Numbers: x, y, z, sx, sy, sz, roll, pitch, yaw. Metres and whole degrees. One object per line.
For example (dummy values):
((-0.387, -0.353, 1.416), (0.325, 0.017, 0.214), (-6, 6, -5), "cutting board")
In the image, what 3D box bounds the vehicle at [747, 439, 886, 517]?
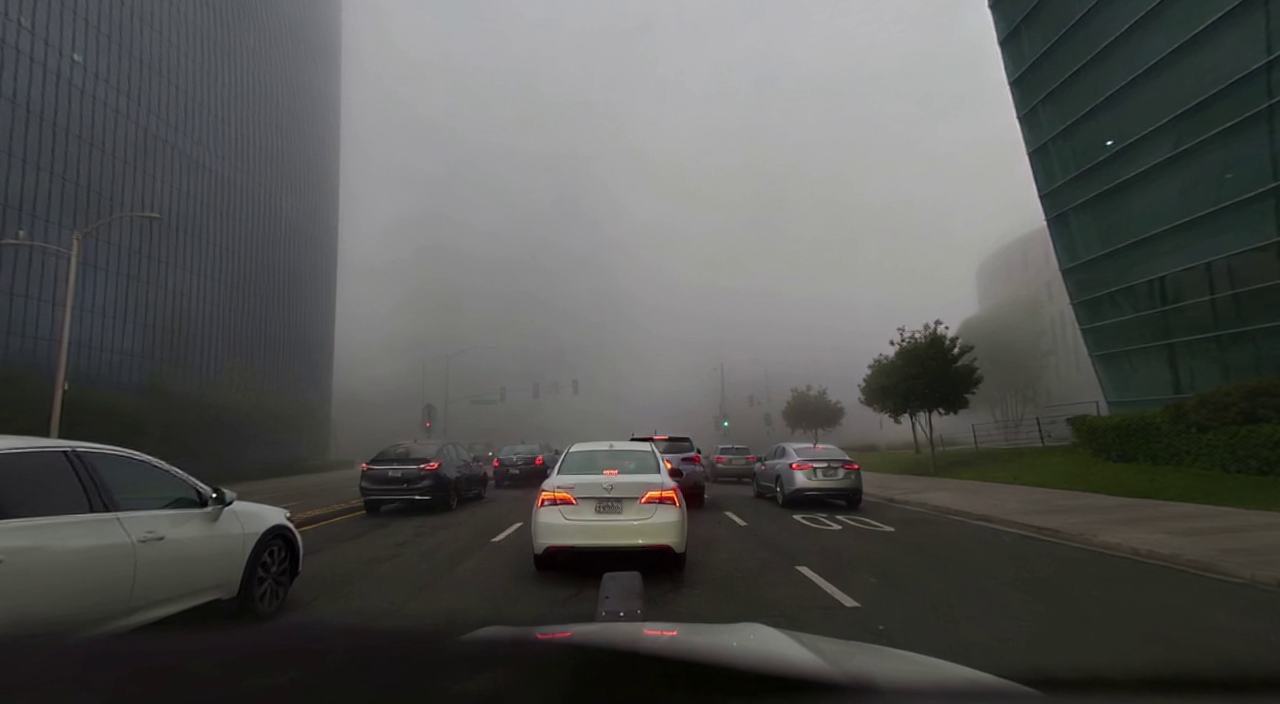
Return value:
((3.860, 2.819, 14.616), (1.940, 1.514, 4.187), (0, -9, -1), "vehicle")

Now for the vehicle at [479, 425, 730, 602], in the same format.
((-0.254, 1.734, 7.718), (2.174, 1.509, 4.374), (0, -9, 2), "vehicle")

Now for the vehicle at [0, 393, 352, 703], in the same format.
((-3.549, 1.078, 3.504), (1.933, 1.520, 4.195), (0, -9, -1), "vehicle")

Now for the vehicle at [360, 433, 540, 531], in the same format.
((-3.341, 2.376, 12.159), (2.044, 1.508, 4.479), (0, -9, 0), "vehicle")
